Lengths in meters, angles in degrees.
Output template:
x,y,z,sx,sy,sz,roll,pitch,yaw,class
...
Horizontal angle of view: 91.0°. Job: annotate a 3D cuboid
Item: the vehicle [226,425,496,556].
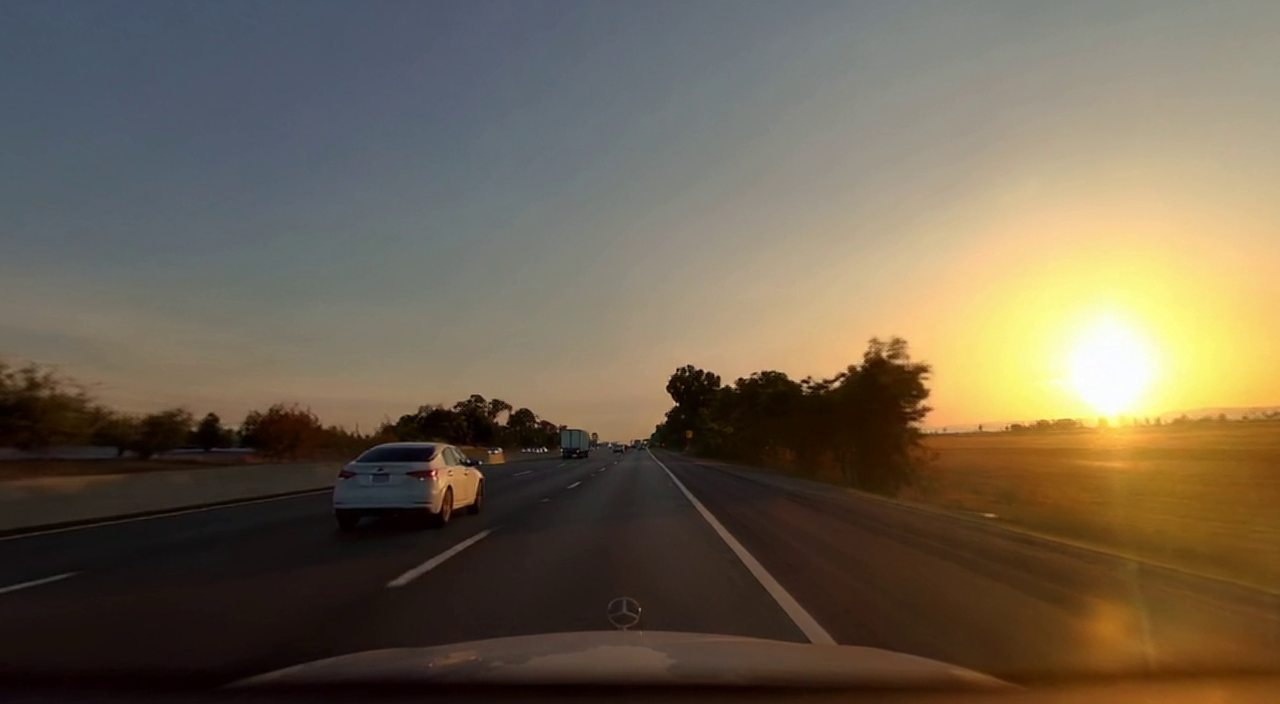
x,y,z,sx,sy,sz,roll,pitch,yaw,class
-3.898,2.027,9.990,2.028,1.553,4.820,0,-9,1,vehicle
